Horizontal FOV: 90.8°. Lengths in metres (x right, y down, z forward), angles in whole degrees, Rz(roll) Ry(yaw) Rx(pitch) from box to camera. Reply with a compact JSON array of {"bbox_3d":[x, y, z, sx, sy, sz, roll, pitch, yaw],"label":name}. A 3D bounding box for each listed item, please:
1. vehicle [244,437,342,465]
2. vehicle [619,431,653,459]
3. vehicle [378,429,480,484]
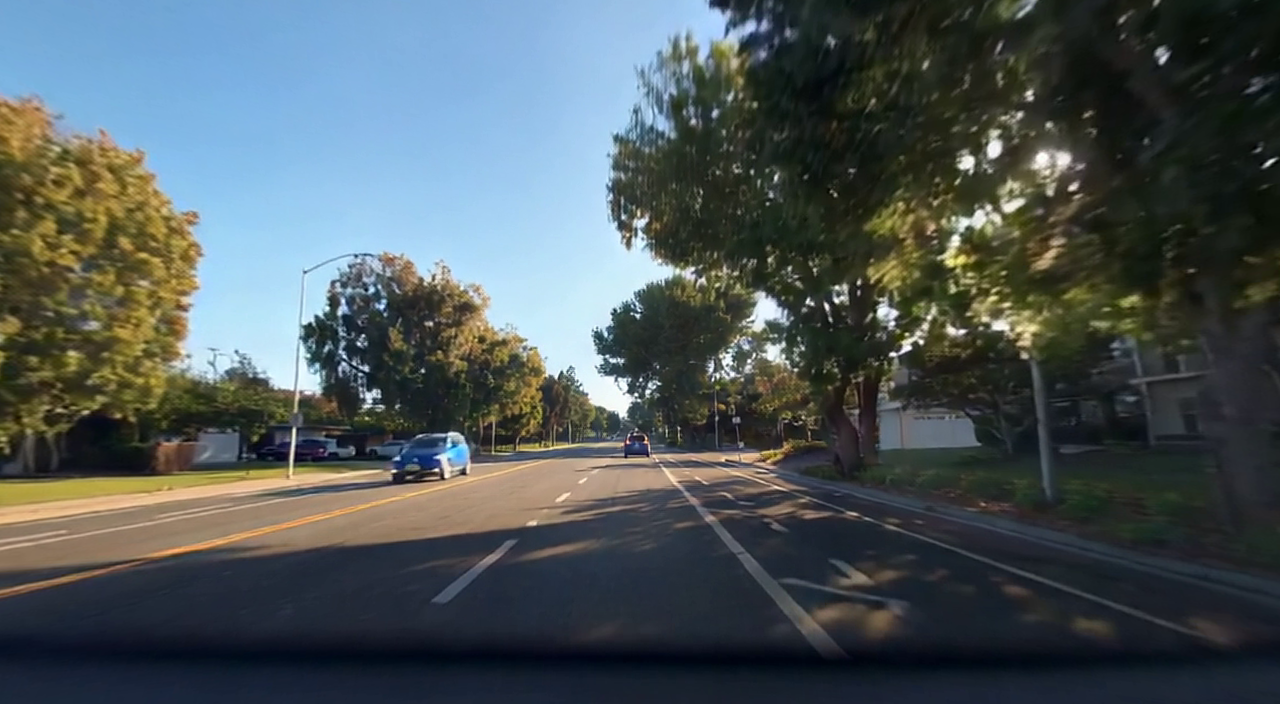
[{"bbox_3d":[-21.146,6.017,38.626,4.773,1.625,1.933,0,-8,-2],"label":"vehicle"},{"bbox_3d":[-0.294,6.405,43.741,2.230,1.827,4.298,0,-8,0],"label":"vehicle"},{"bbox_3d":[-7.161,3.575,21.971,2.065,1.719,4.265,0,-8,0],"label":"vehicle"}]
